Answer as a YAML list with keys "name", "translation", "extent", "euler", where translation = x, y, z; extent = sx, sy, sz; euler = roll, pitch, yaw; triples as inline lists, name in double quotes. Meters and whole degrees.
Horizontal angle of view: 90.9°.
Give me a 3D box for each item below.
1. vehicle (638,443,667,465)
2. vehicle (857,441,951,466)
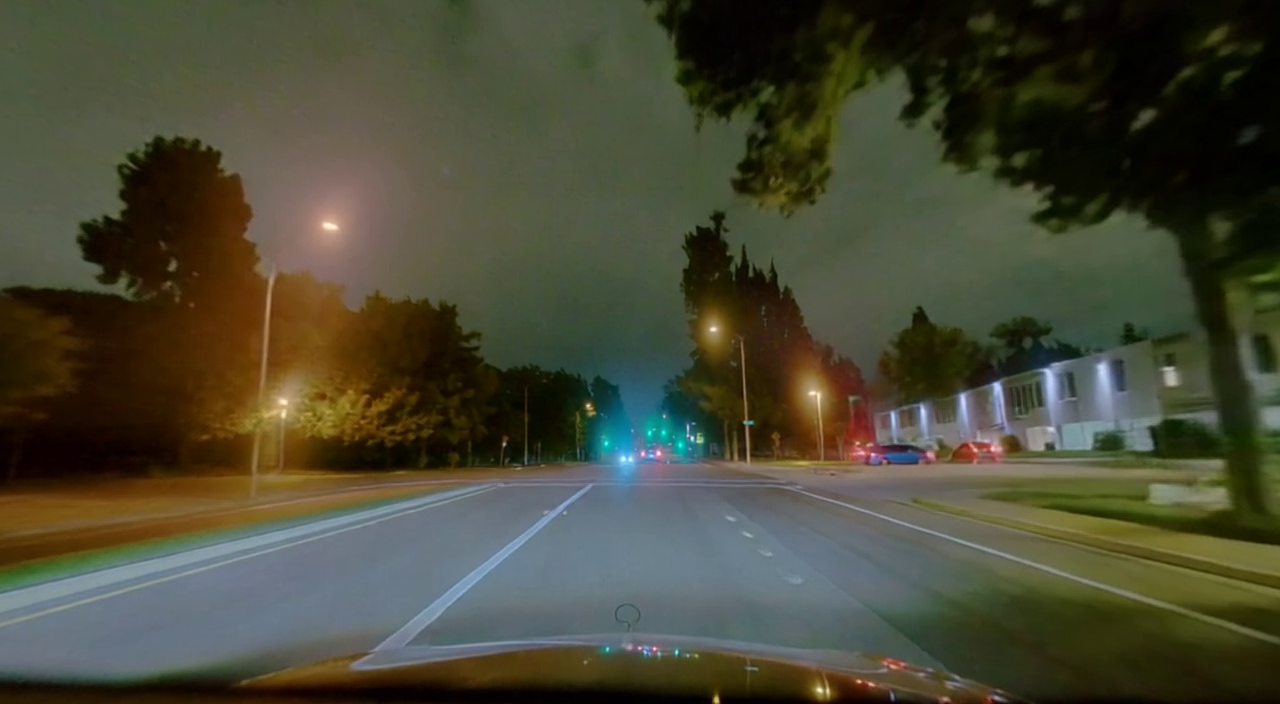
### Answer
- name: "vehicle"
  translation: [0.961, 7.915, 49.042]
  extent: [2.200, 1.653, 4.127]
  euler: [0, -8, 1]
- name: "vehicle"
  translation: [16.124, 6.199, 38.681]
  extent: [4.824, 1.462, 1.974]
  euler: [0, -8, -1]
